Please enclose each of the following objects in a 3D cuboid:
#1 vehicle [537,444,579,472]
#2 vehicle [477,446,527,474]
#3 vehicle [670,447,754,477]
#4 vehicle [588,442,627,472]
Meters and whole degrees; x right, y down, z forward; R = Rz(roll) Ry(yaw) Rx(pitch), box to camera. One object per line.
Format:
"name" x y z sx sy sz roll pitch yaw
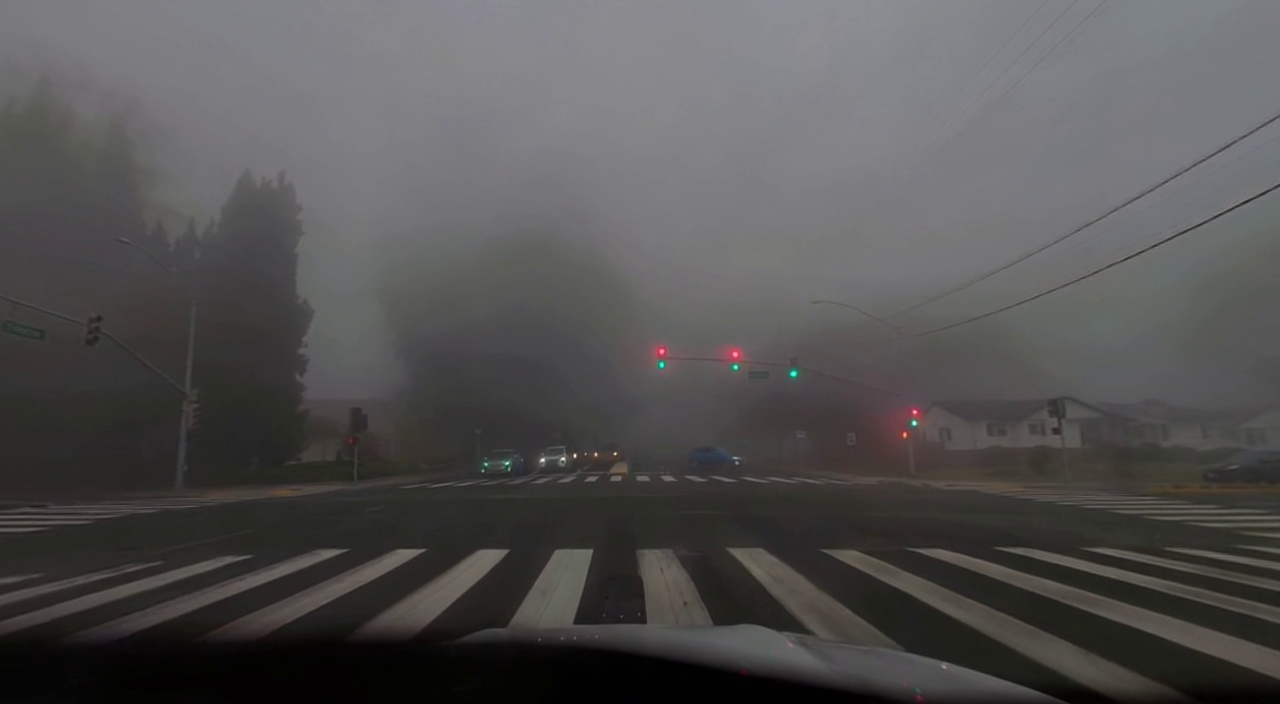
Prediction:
"vehicle" -5.232 6.801 40.726 2.091 1.707 4.157 0 -9 1
"vehicle" -8.659 6.770 40.035 2.028 1.654 5.027 0 -9 0
"vehicle" 3.724 5.750 33.218 4.118 1.491 2.046 0 -8 -1
"vehicle" -2.073 6.952 41.976 2.355 1.868 5.125 0 -9 0
